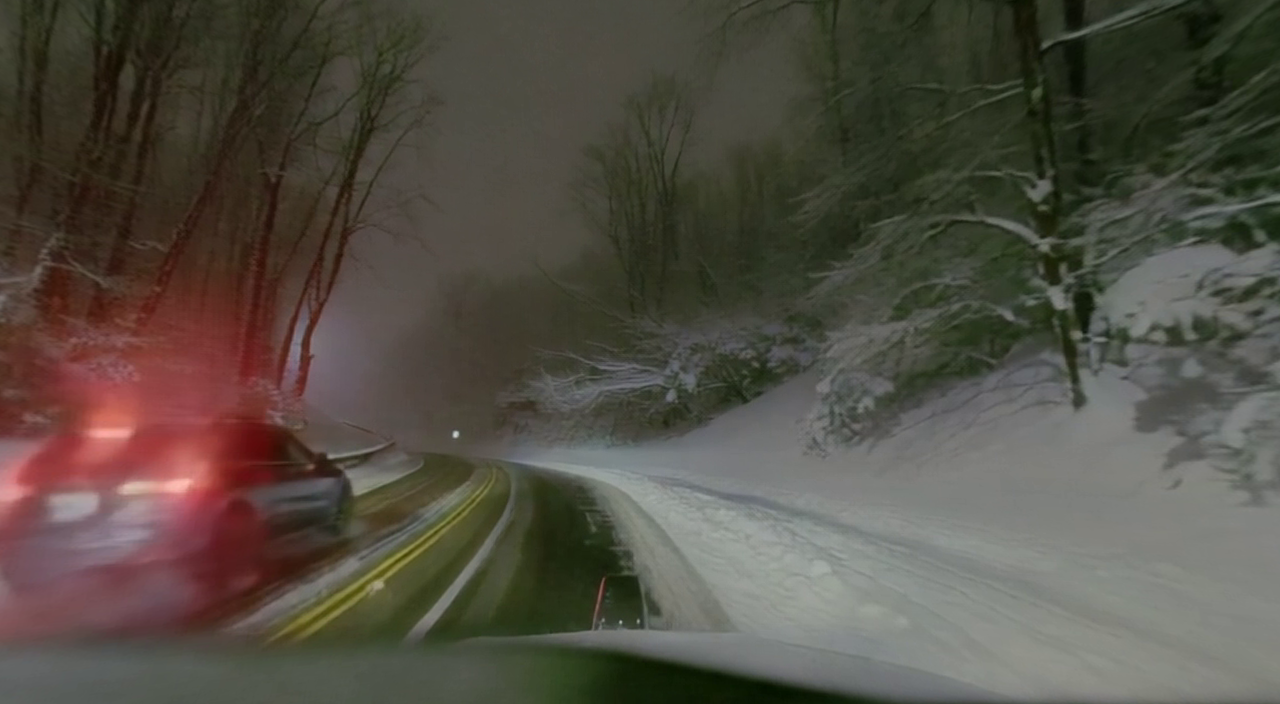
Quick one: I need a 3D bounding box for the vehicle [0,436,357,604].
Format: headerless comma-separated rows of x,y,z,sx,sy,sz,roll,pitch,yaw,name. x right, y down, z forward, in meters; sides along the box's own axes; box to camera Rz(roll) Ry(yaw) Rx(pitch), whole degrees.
-5.419,1.855,7.955,2.042,1.483,4.288,0,-9,-5,vehicle
